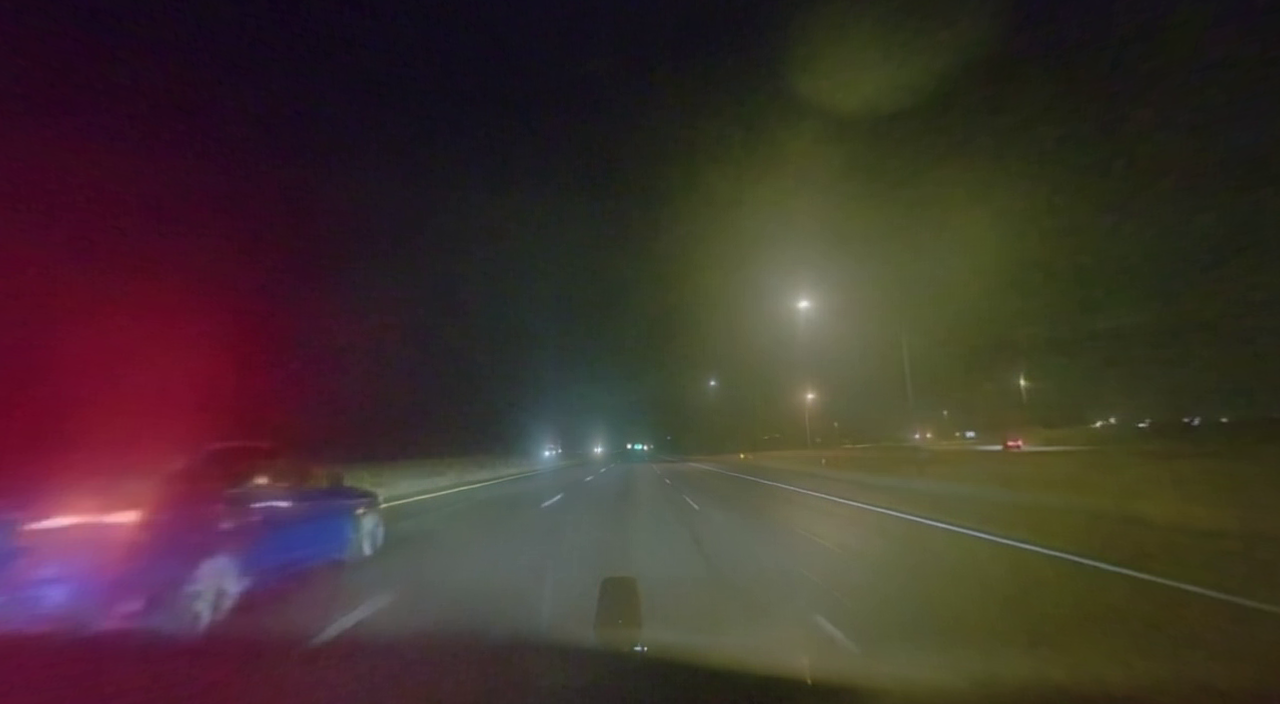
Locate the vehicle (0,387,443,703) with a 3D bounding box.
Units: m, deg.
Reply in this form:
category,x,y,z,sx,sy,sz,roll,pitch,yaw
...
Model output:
category,x,y,z,sx,sy,sz,roll,pitch,yaw
vehicle,-3.312,1.278,4.876,2.069,1.573,4.589,0,-9,0
